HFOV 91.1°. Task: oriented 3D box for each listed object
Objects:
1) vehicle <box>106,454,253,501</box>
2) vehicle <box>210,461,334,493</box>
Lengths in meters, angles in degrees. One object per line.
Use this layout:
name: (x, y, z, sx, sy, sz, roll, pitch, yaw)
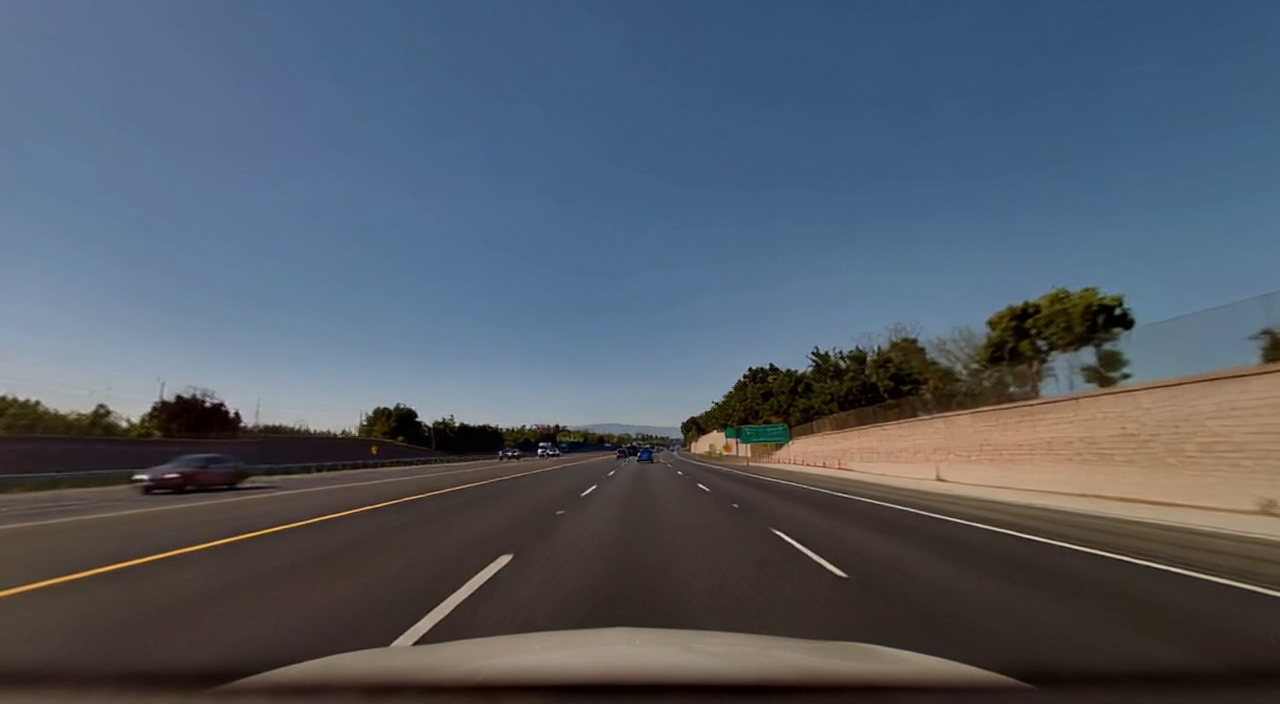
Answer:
vehicle: (-16.838, 4.577, 23.349, 1.924, 1.472, 4.644, 0, -9, 0)
vehicle: (-16.859, 5.735, 29.232, 2.552, 1.229, 5.270, 0, -9, 1)
